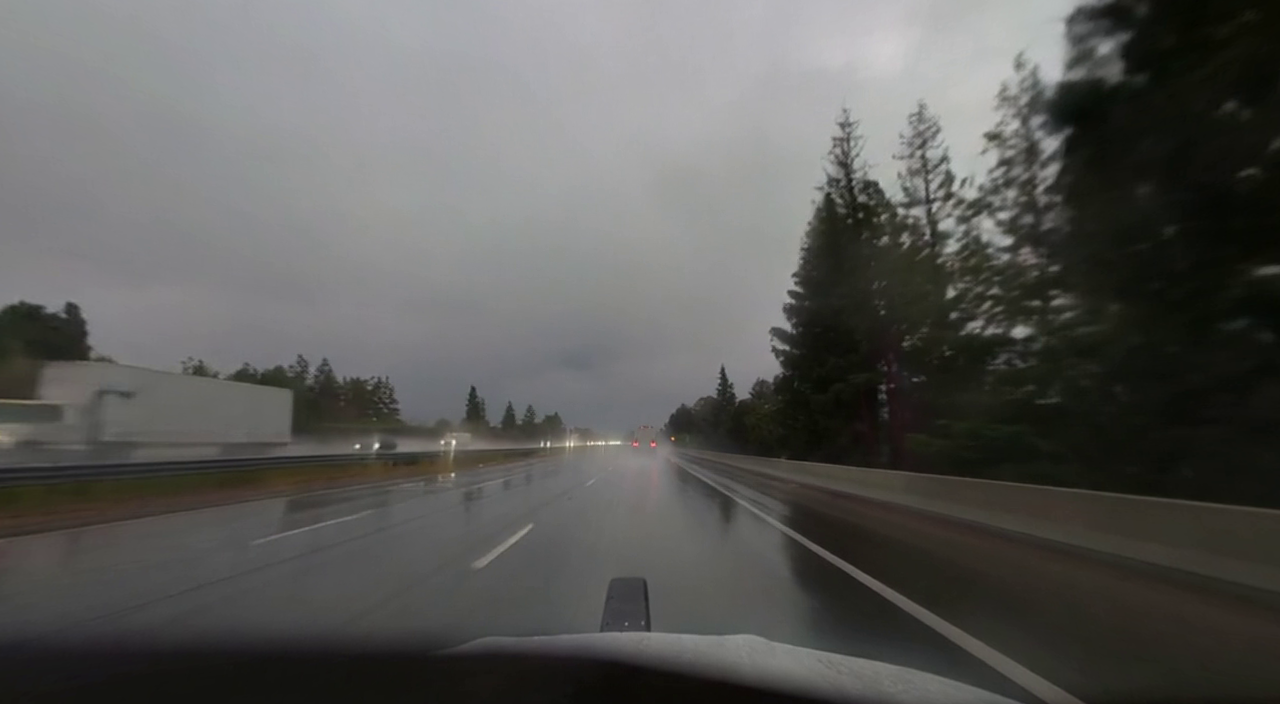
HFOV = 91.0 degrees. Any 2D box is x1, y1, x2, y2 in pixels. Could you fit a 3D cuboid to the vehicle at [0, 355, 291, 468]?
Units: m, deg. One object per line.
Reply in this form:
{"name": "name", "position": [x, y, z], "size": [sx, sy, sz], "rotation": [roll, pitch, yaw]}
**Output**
{"name": "vehicle", "position": [-24.106, 3.427, 31.969], "size": [2.942, 4.261, 16.900], "rotation": [0, -8, 0]}

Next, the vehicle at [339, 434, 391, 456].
{"name": "vehicle", "position": [-19.931, 6.777, 45.736], "size": [1.811, 1.484, 4.430], "rotation": [0, -8, 0]}
